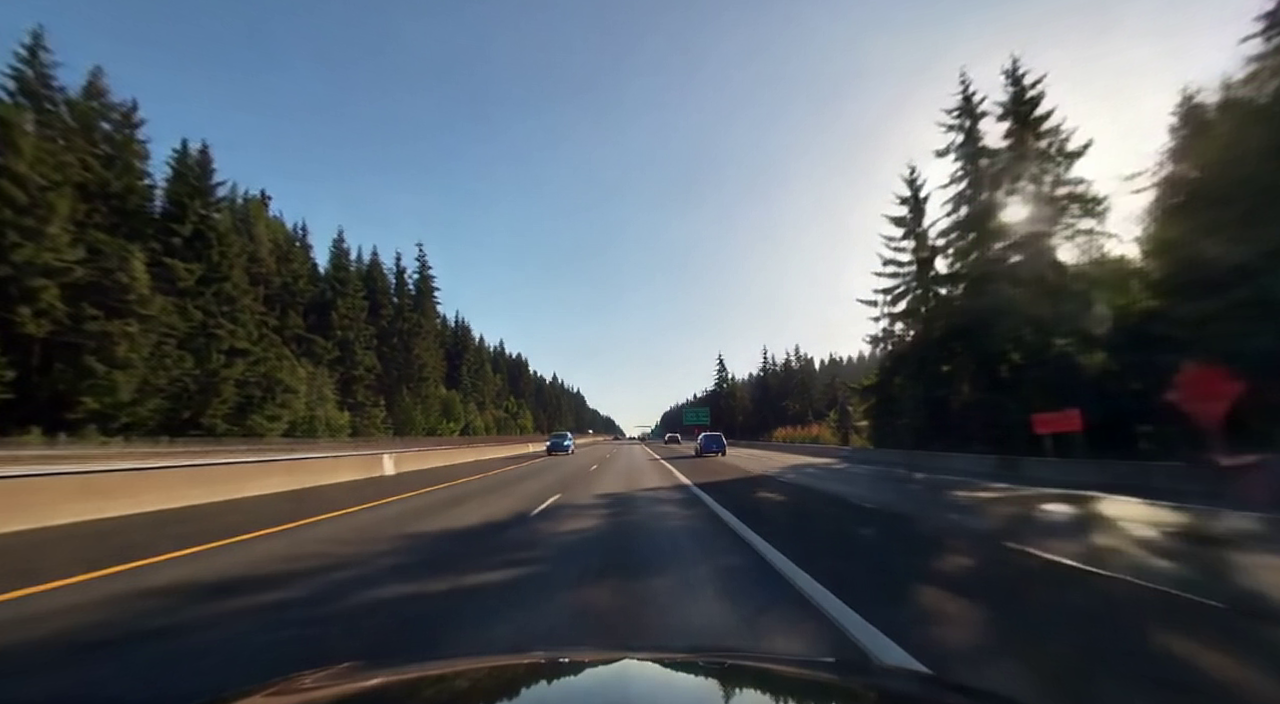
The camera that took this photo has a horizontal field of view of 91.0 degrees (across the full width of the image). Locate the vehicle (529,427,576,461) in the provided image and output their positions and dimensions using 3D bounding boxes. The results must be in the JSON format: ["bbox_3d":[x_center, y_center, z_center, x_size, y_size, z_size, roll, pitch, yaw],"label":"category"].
[{"bbox_3d":[-5.445,5.804,39.829,2.272,1.960,5.191,0,-8,-1],"label":"vehicle"}]
